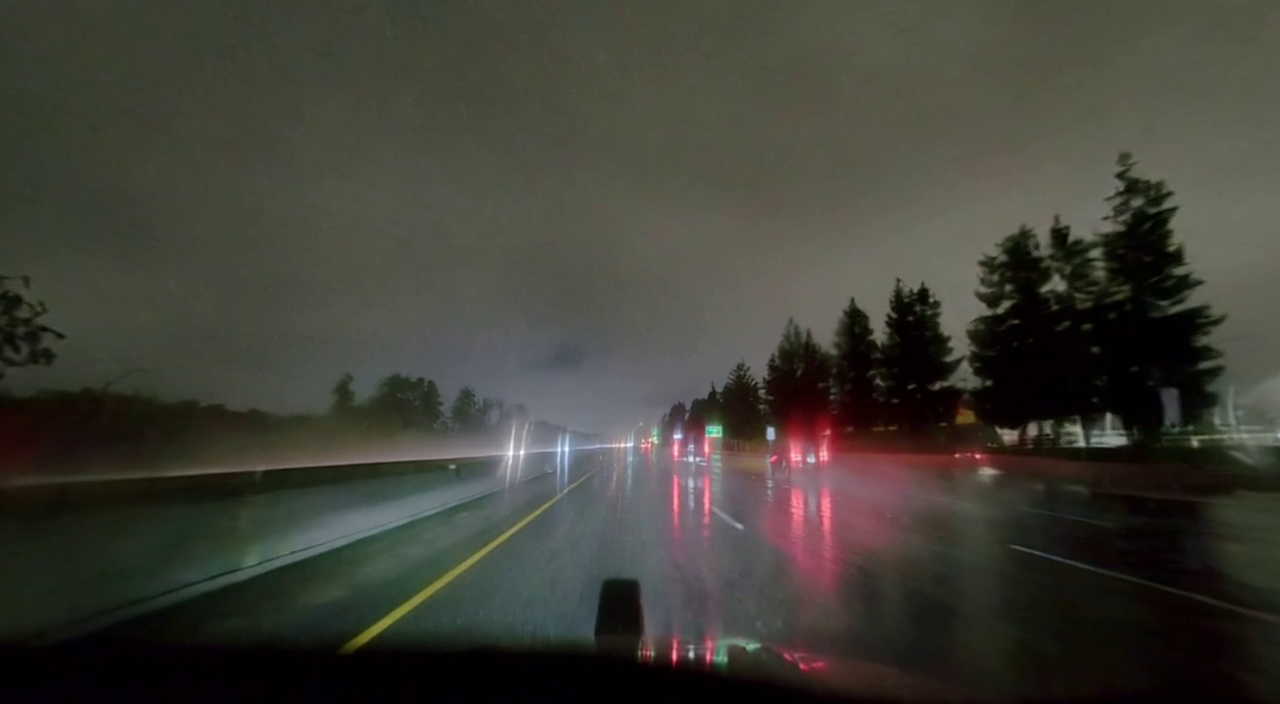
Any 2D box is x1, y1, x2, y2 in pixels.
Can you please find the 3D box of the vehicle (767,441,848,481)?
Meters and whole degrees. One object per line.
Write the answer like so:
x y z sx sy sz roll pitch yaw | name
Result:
6.493 4.268 25.025 2.009 1.456 4.097 0 -9 -1 | vehicle

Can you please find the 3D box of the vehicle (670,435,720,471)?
2.919 5.523 34.701 2.258 1.824 4.908 0 -9 -1 | vehicle
